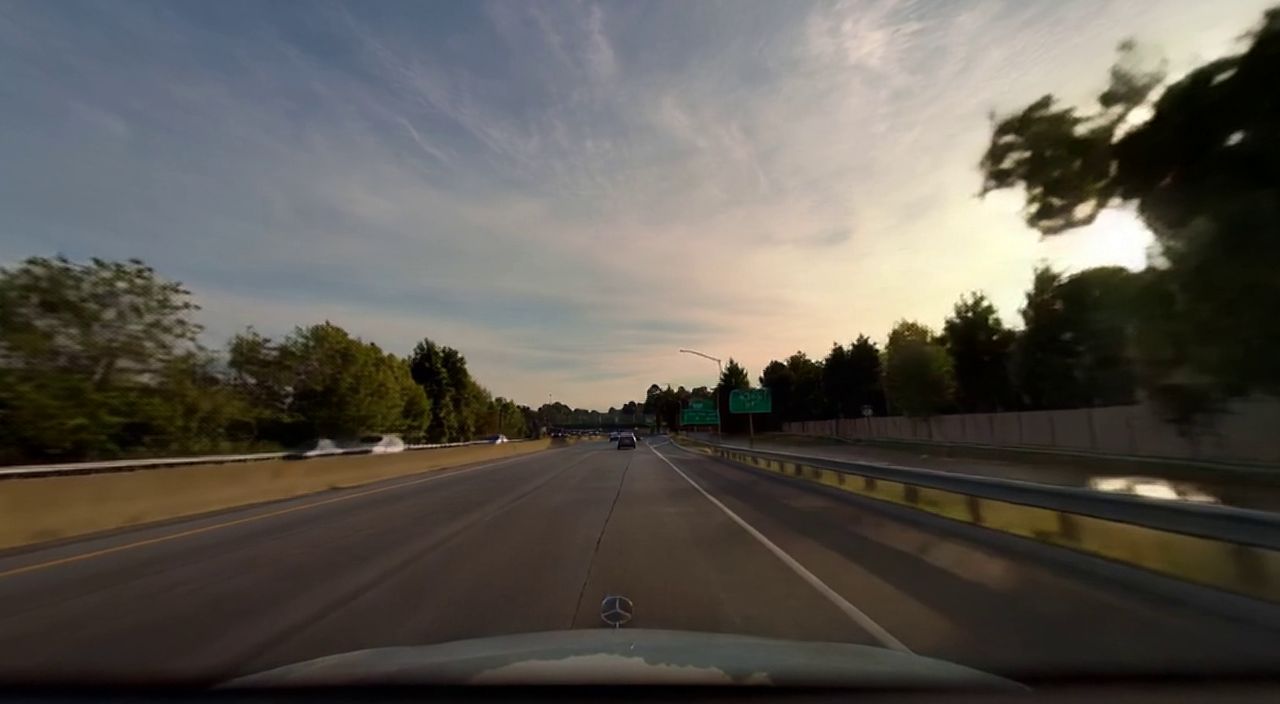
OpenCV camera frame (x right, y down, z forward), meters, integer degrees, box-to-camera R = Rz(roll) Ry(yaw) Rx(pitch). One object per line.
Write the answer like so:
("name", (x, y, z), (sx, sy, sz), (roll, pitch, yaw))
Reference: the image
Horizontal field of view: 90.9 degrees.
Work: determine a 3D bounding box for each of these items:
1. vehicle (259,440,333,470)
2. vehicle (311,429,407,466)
("vehicle", (-18.151, 5.416, 33.428), (1.802, 1.435, 3.777), (0, -8, -1))
("vehicle", (-12.911, 4.413, 29.358), (2.181, 1.545, 4.818), (0, -8, 0))
